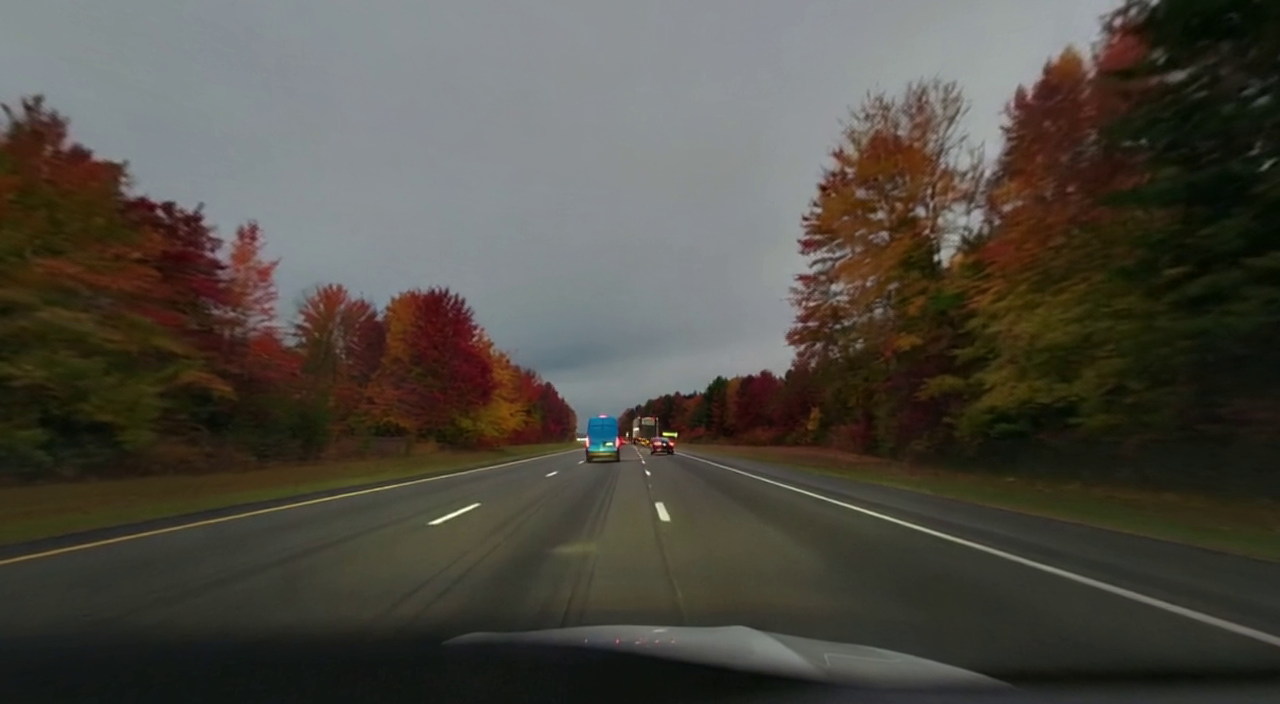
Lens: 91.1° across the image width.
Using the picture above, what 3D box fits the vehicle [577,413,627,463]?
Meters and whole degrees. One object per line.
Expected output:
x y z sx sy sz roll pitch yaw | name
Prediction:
-2.057 4.884 35.788 2.389 2.637 5.437 0 -8 1 | vehicle
